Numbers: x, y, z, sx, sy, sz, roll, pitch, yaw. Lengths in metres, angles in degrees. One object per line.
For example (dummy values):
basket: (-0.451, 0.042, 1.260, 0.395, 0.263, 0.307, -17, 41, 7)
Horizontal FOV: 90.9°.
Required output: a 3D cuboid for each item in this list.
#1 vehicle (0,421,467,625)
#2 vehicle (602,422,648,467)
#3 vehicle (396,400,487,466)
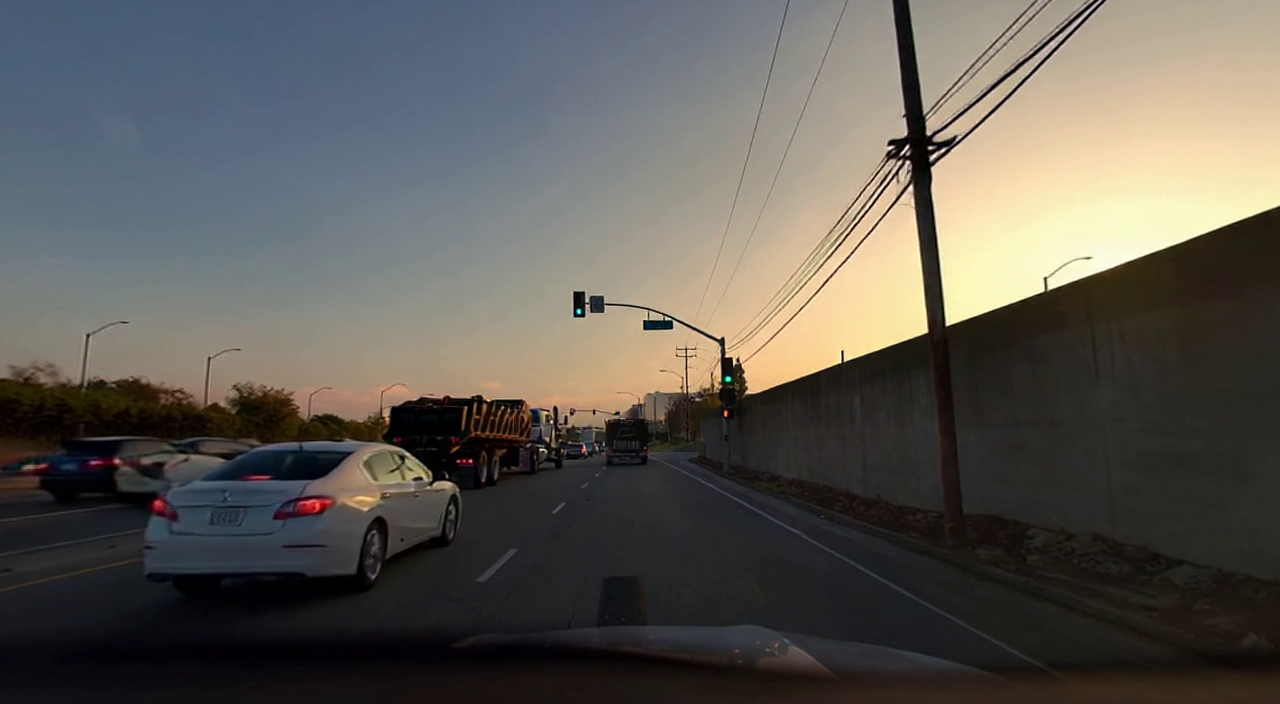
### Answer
vehicle: (-3.711, 1.625, 7.163, 2.019, 1.480, 4.966, 0, -8, 1)
vehicle: (-0.823, 5.150, 35.045, 2.355, 2.305, 5.336, 0, -8, -1)
vehicle: (-12.835, 5.447, 41.768, 3.016, 3.847, 8.707, 0, -8, 1)
